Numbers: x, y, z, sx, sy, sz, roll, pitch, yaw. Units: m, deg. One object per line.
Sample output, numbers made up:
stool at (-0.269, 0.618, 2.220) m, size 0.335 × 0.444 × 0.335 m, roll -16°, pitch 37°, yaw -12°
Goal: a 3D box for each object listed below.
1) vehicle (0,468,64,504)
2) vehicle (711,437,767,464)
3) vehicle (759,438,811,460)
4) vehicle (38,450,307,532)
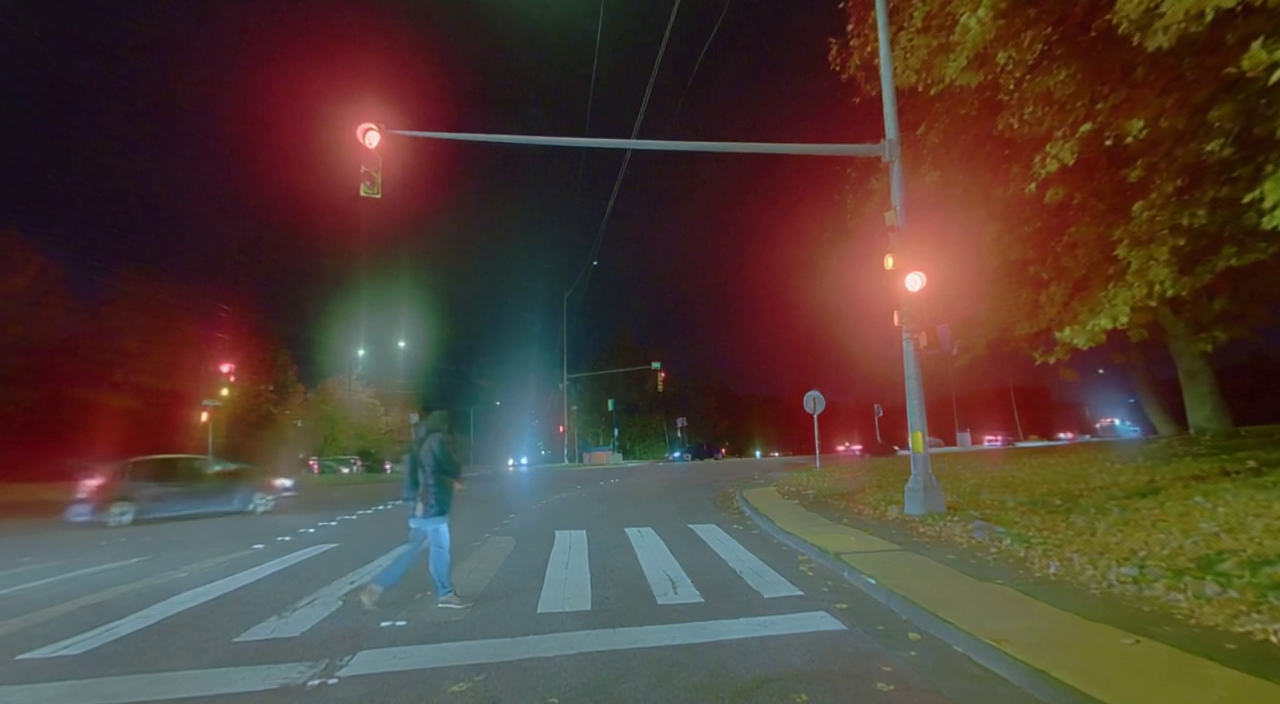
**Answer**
vehicle at (-30.339, 6.449, 30.348) m, size 1.800 × 1.520 × 3.968 m, roll 2°, pitch -9°, yaw -14°
vehicle at (6.964, 6.897, 43.955) m, size 1.867 × 1.743 × 4.259 m, roll -8°, pitch -11°, yaw 40°
vehicle at (11.481, 7.640, 49.354) m, size 1.979 × 1.659 × 4.907 m, roll -8°, pitch -11°, yaw 39°
vehicle at (-10.932, 3.168, 15.028) m, size 1.915 × 1.586 × 4.734 m, roll -7°, pitch -11°, yaw 39°
